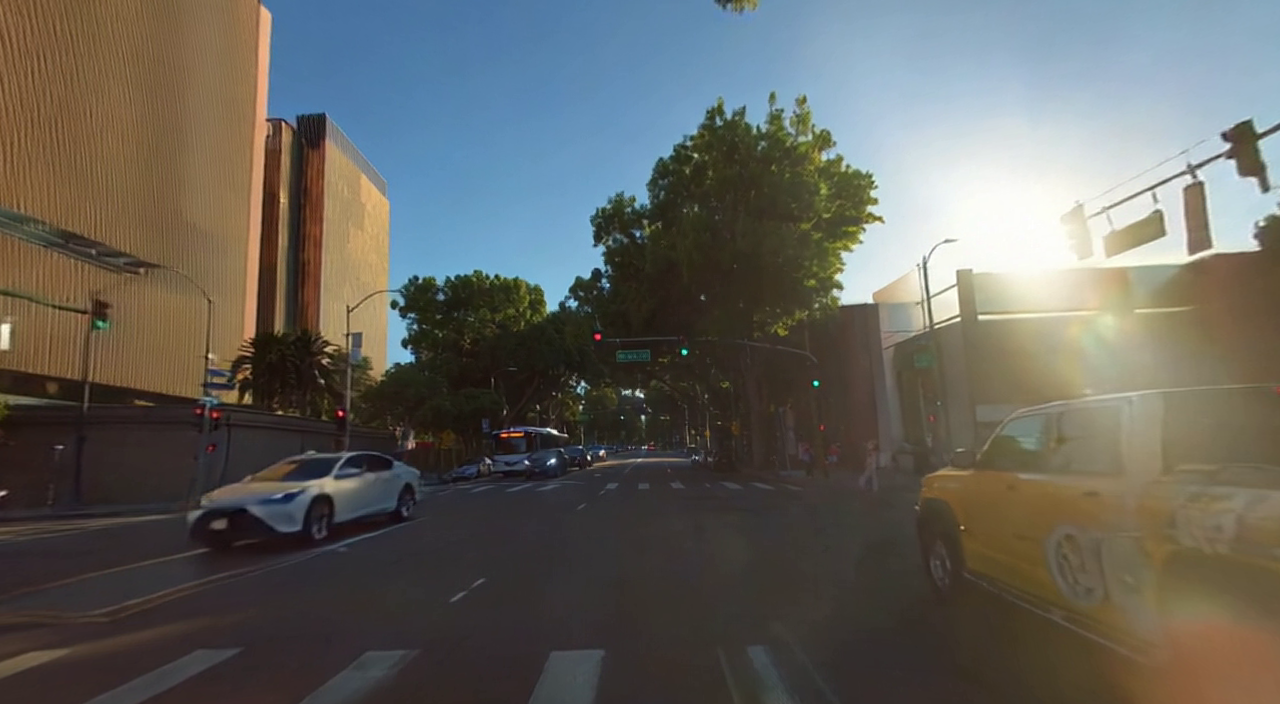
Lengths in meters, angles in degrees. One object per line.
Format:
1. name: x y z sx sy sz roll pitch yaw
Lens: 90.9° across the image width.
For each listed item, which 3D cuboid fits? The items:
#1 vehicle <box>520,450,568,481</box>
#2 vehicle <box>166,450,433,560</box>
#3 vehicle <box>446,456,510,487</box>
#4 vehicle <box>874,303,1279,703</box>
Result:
1. vehicle: -5.437 6.501 36.343 1.997 1.610 4.144 0 -8 2
2. vehicle: -5.582 2.524 11.313 1.956 1.457 4.958 0 -8 1
3. vehicle: -9.103 6.732 35.818 2.003 1.489 4.656 -1 -8 6
4. vehicle: 3.317 0.931 3.345 2.118 1.848 5.426 0 -8 1
